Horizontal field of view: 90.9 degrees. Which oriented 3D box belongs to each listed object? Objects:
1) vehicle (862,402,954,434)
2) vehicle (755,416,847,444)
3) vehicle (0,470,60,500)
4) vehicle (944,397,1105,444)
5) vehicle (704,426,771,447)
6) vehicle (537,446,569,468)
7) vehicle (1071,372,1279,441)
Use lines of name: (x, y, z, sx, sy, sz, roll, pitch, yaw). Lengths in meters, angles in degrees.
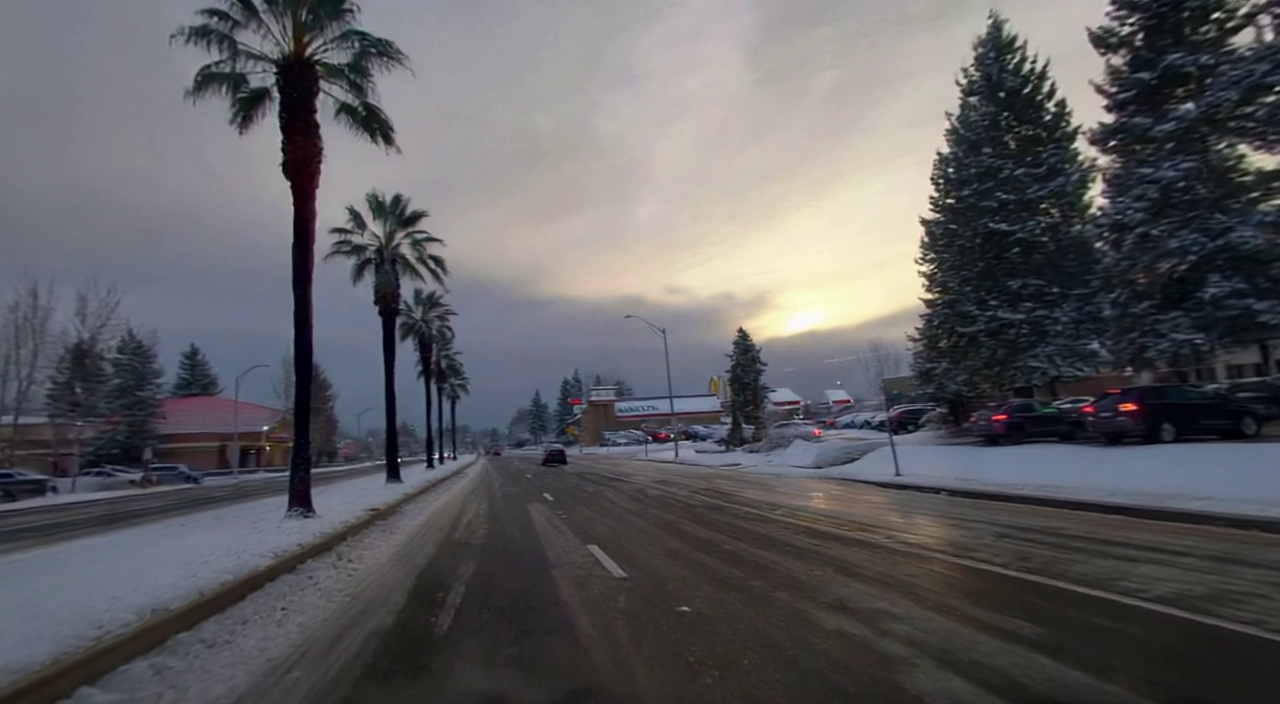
vehicle: (20.387, 5.041, 48.044, 6.052, 2.013, 2.331, -2, -8, -14)
vehicle: (10.210, 4.984, 40.176, 5.123, 1.730, 2.183, 1, -8, -11)
vehicle: (-37.894, 8.019, 38.213, 2.067, 1.563, 4.043, 1, -9, -11)
vehicle: (13.575, 2.464, 22.349, 4.711, 1.546, 1.891, 1, -8, -11)
vehicle: (7.458, 6.482, 48.331, 4.691, 1.545, 1.900, 1, -8, -9)
vehicle: (-6.640, 7.876, 47.526, 2.079, 1.496, 4.538, 2, -9, -11)
vehicle: (14.938, 1.525, 17.249, 4.907, 1.585, 2.018, 0, -12, -8)
